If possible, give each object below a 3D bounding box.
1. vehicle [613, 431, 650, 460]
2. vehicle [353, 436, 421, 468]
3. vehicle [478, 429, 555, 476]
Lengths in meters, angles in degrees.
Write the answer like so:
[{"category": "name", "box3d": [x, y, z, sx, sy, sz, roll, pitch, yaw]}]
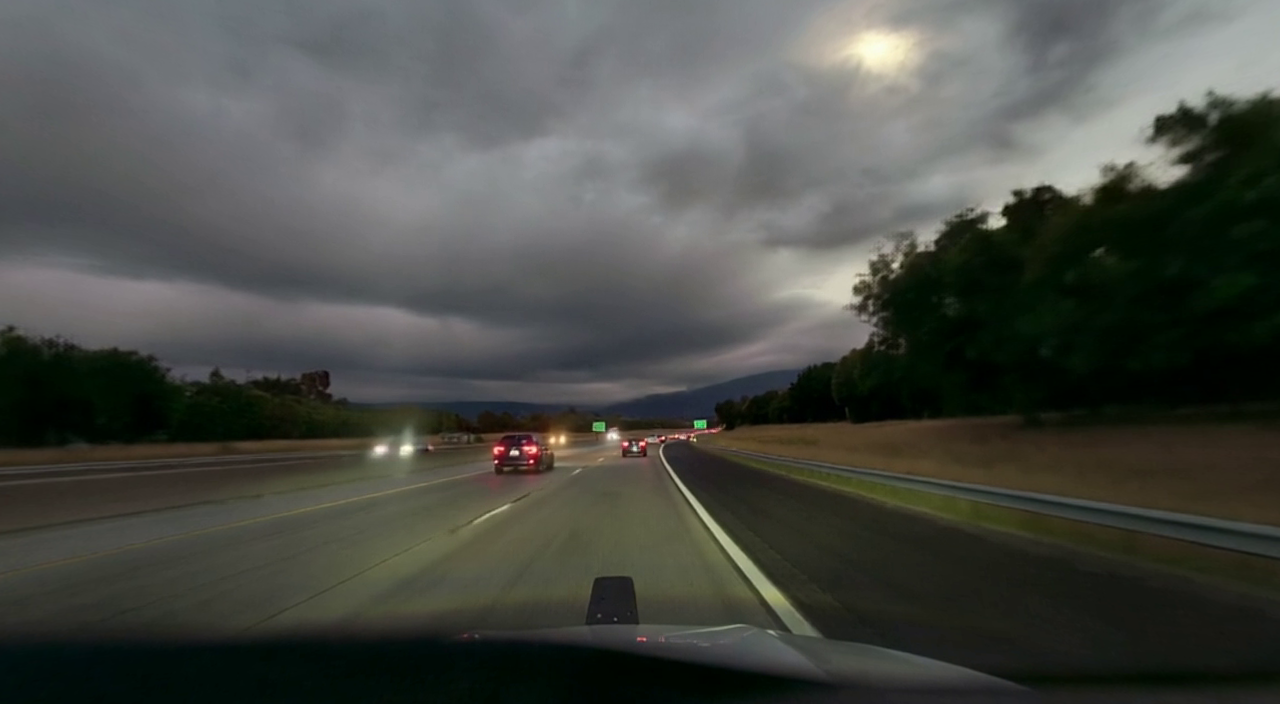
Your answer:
[{"category": "vehicle", "box3d": [-0.531, 5.706, 38.296, 2.146, 1.636, 4.026, 0, -8, -1]}, {"category": "vehicle", "box3d": [-13.425, 5.330, 33.671, 1.953, 1.575, 4.181, -1, -8, 0]}, {"category": "vehicle", "box3d": [-4.760, 3.939, 24.894, 2.075, 1.653, 4.317, -1, -8, 1]}]
